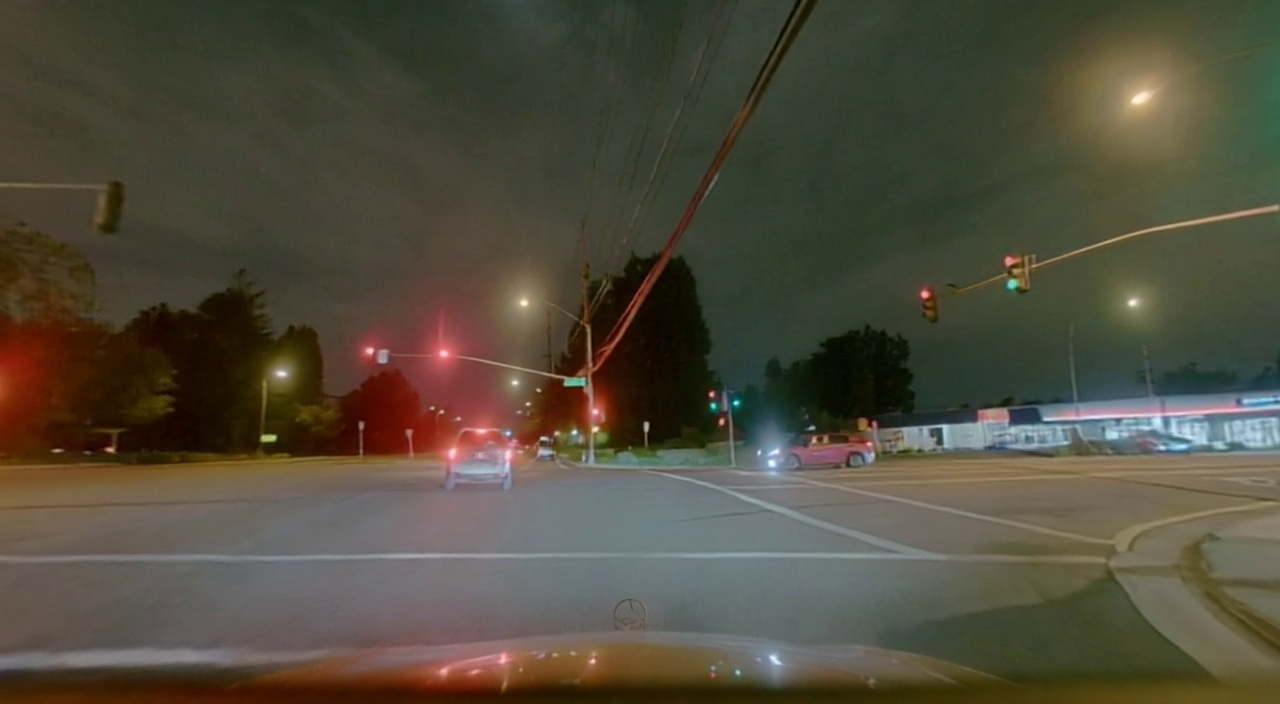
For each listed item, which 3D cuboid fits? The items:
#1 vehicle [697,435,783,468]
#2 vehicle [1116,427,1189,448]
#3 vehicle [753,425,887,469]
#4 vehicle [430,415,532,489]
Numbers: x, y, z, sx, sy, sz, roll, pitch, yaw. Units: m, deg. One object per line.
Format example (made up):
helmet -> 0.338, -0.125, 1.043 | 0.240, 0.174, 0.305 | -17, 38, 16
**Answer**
vehicle -> 4.953, 4.984, 31.521 | 3.990, 1.548, 1.780 | 0, -9, 0
vehicle -> 35.632, 5.967, 43.678 | 3.805, 1.451, 1.641 | 1, -9, -7
vehicle -> 7.671, 4.057, 26.996 | 5.149, 1.725, 1.964 | 1, -8, -9
vehicle -> -4.434, 2.893, 18.368 | 2.300, 1.868, 4.690 | 1, -9, -7
